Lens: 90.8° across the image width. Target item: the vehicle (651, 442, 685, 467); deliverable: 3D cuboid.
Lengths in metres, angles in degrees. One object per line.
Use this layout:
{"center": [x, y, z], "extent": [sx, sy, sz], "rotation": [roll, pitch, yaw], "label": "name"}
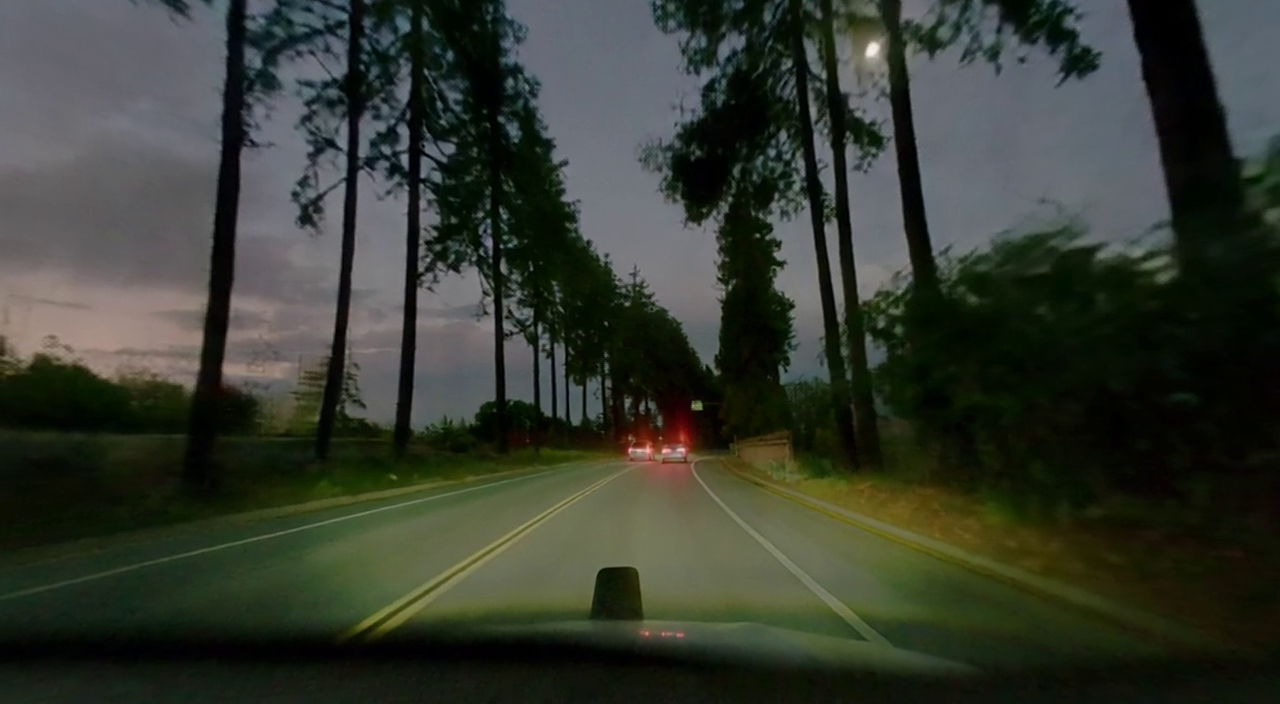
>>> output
{"center": [1.874, 6.650, 41.171], "extent": [2.071, 1.474, 4.047], "rotation": [-1, -8, 5], "label": "vehicle"}
